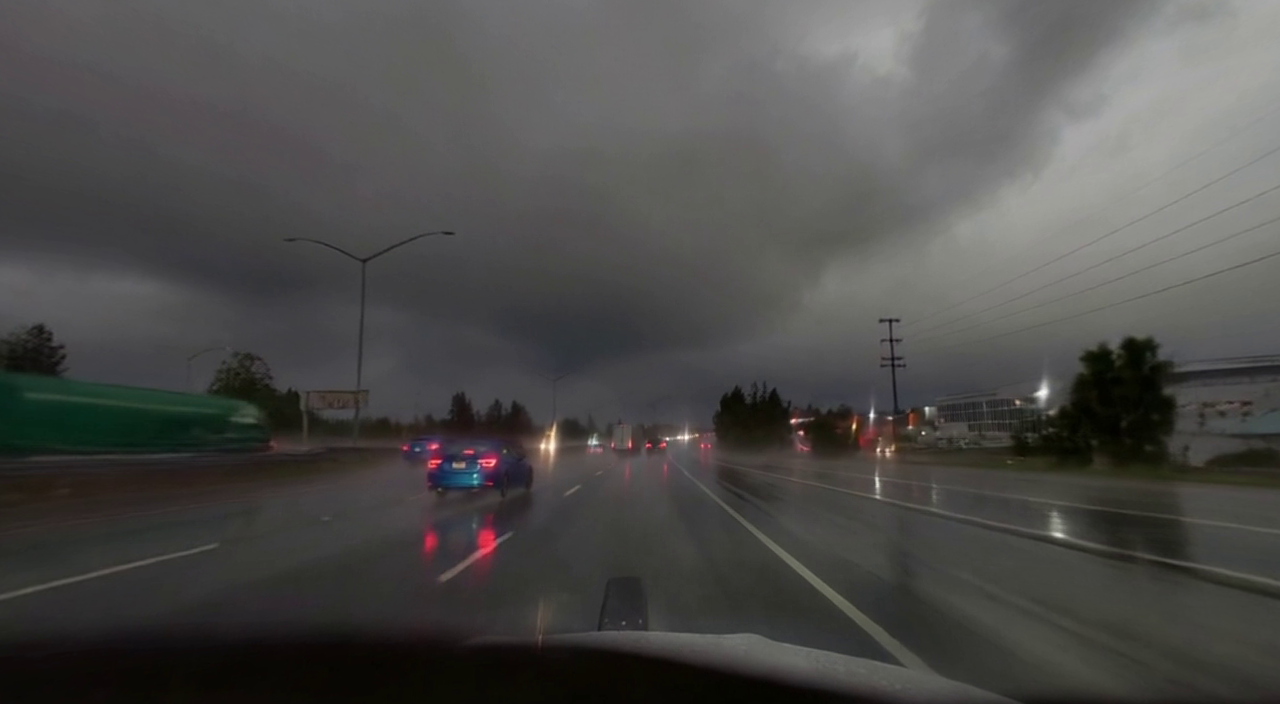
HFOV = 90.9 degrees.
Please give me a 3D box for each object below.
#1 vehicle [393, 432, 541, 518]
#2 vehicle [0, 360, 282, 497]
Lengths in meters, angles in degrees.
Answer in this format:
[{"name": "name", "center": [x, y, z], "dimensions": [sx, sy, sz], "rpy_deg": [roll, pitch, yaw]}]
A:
[{"name": "vehicle", "center": [-3.382, 2.468, 13.162], "dimensions": [1.953, 1.511, 3.704], "rpy_deg": [0, -8, 2]}, {"name": "vehicle", "center": [-17.936, 2.742, 21.505], "dimensions": [2.945, 3.489, 14.127], "rpy_deg": [0, -8, 1]}]
